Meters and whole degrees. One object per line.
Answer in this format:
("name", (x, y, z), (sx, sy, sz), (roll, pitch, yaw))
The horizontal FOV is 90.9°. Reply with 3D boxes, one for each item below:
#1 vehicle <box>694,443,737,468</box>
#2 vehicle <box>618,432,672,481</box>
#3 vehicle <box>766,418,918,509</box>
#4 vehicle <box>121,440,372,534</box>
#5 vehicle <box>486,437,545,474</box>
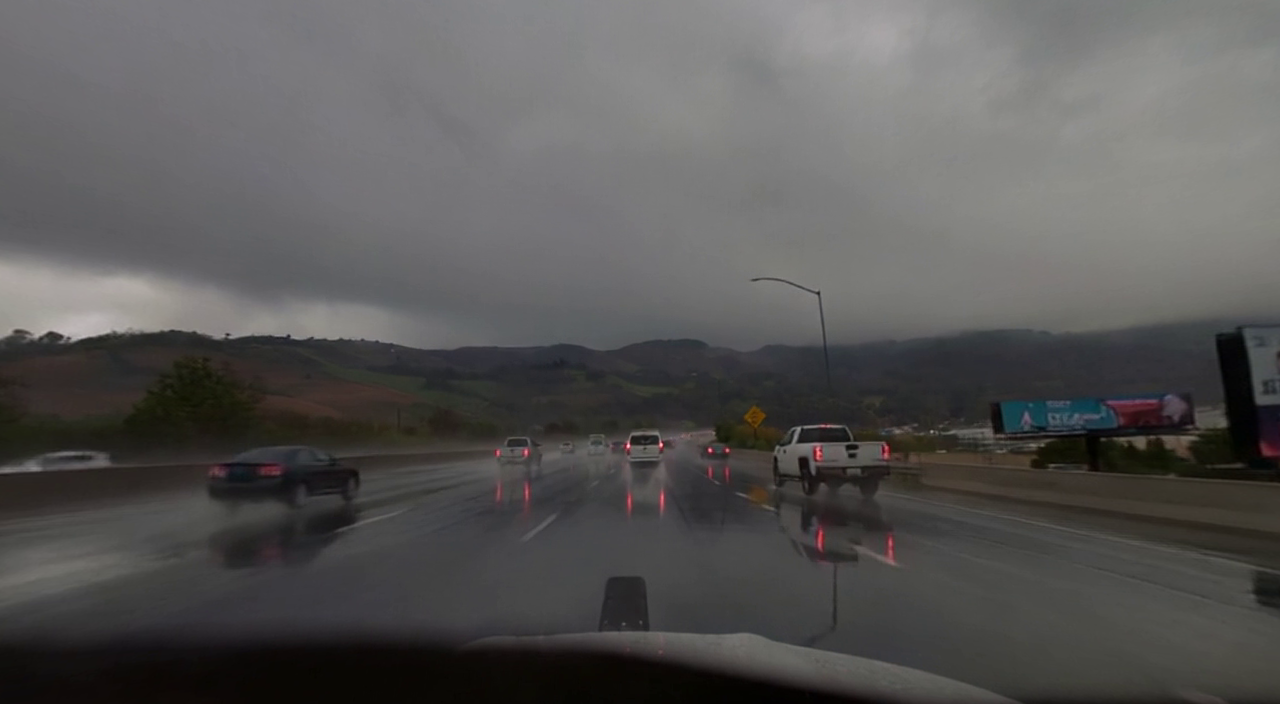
("vehicle", (4.622, 6.360, 39.050), (1.998, 1.456, 4.338), (0, -8, -2))
("vehicle", (0.178, 4.251, 25.917), (2.052, 1.808, 3.898), (0, -8, -1))
("vehicle", (4.669, 2.651, 15.461), (2.029, 1.859, 4.669), (0, -8, -2))
("vehicle", (-7.398, 2.537, 12.657), (1.916, 1.482, 4.908), (0, -8, 0))
("vehicle", (-6.534, 5.490, 33.698), (2.160, 1.799, 5.001), (0, -8, 0))
